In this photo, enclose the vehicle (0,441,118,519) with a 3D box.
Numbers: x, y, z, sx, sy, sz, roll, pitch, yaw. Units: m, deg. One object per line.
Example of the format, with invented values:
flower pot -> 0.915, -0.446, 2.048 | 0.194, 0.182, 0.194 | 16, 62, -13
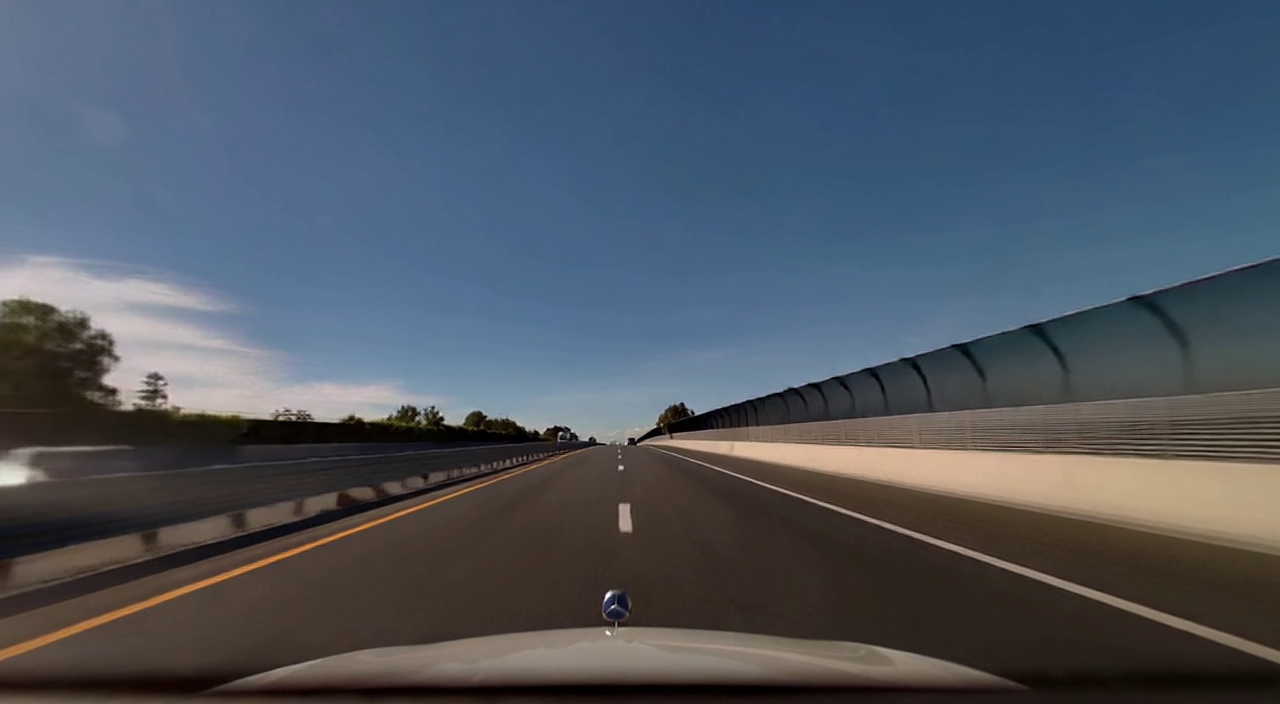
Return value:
vehicle -> -14.400, 2.793, 13.885 | 2.023, 1.584, 4.514 | 0, -8, -2
